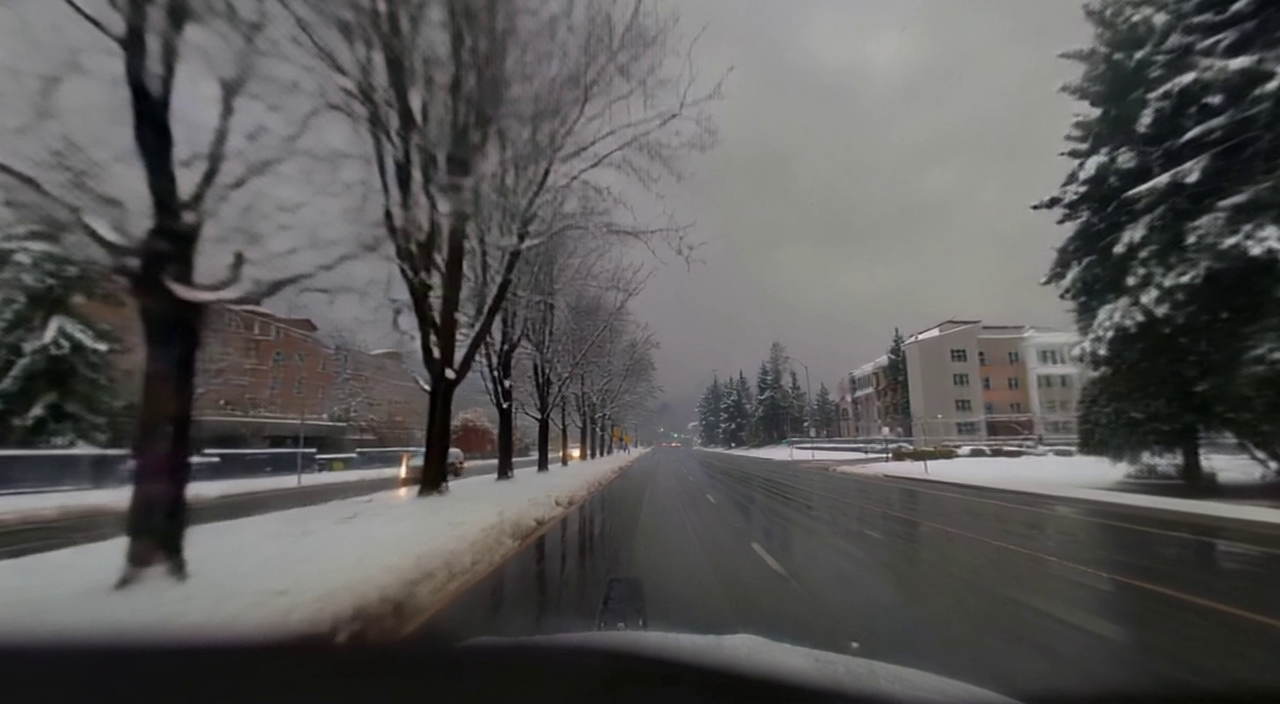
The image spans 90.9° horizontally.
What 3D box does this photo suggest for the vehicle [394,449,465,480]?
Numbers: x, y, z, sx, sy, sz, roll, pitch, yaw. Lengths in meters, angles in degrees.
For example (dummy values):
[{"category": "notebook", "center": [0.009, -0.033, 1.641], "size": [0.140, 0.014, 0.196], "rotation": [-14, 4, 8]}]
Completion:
[{"category": "vehicle", "center": [-10.943, 5.859, 33.155], "size": [1.930, 1.494, 4.706], "rotation": [-1, -8, 2]}]
